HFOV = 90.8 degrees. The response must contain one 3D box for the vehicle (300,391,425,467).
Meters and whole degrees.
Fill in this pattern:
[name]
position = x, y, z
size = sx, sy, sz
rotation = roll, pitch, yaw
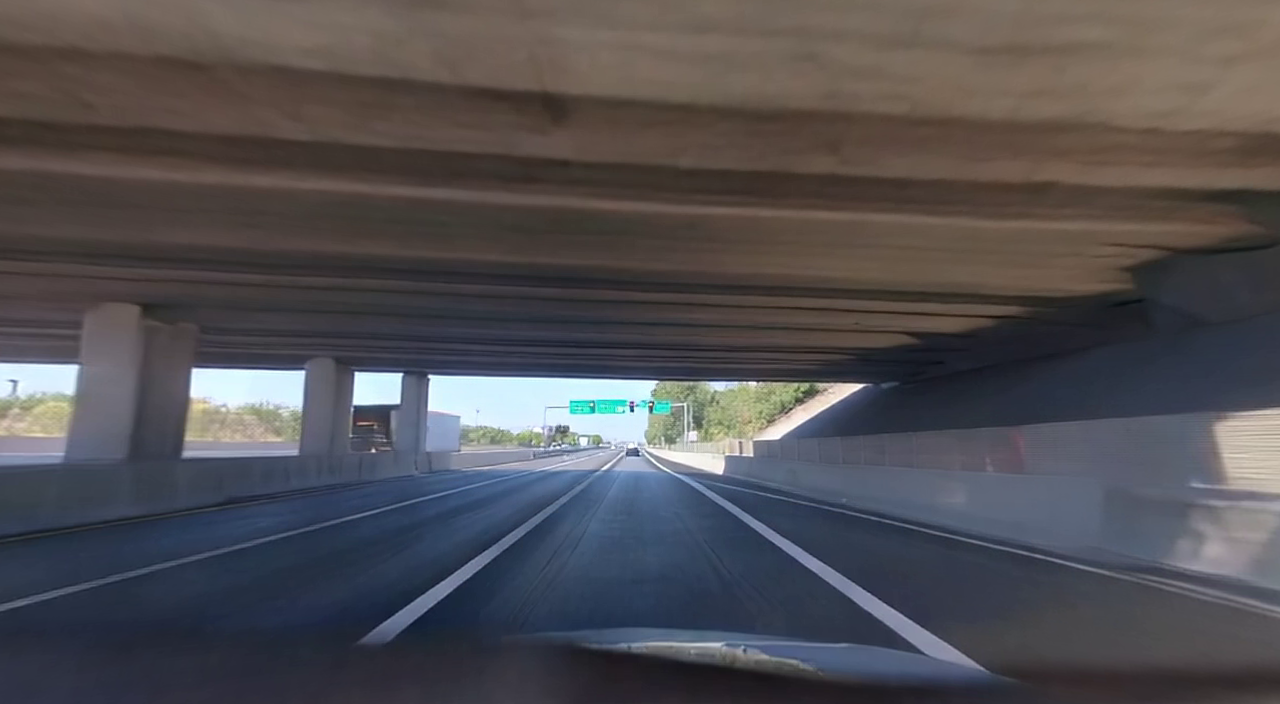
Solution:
[vehicle]
position = -15.898, 4.702, 37.388
size = 2.962, 3.855, 10.399
rotation = 0, -9, -2
